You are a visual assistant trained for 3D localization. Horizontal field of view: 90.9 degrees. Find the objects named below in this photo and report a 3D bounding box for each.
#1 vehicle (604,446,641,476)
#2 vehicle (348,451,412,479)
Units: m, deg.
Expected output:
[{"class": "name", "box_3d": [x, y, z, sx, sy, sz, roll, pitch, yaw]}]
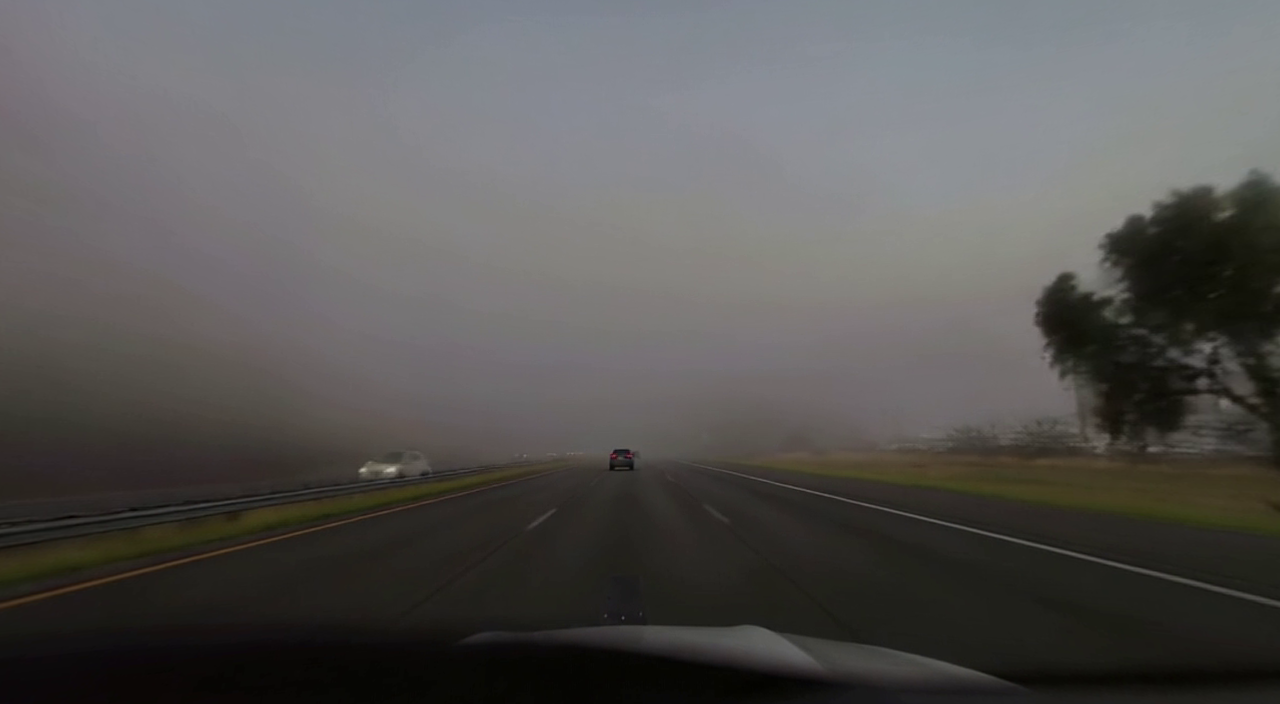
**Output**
[{"class": "vehicle", "box_3d": [-0.936, 6.015, 34.937, 1.916, 1.494, 4.335, 0, -9, 0]}, {"class": "vehicle", "box_3d": [-15.154, 6.590, 37.014, 1.781, 1.535, 4.735, 0, -9, 0]}]
